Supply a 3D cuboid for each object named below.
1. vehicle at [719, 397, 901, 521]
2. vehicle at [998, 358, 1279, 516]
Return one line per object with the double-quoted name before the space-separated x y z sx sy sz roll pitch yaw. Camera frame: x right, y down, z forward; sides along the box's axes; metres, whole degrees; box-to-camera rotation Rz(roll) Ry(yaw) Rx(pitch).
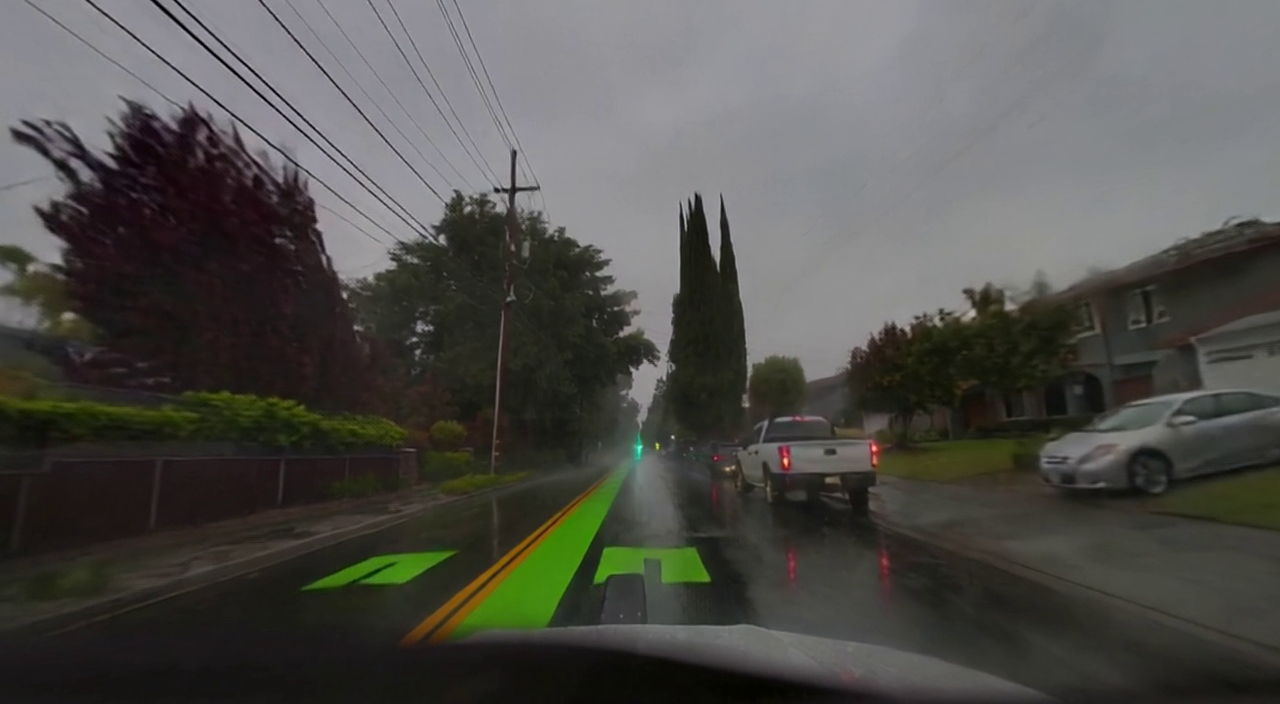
"vehicle" 3.224 2.227 13.576 2.347 2.070 5.735 0 -9 0
"vehicle" 8.682 1.276 10.172 4.418 1.648 2.017 -11 -8 -2
